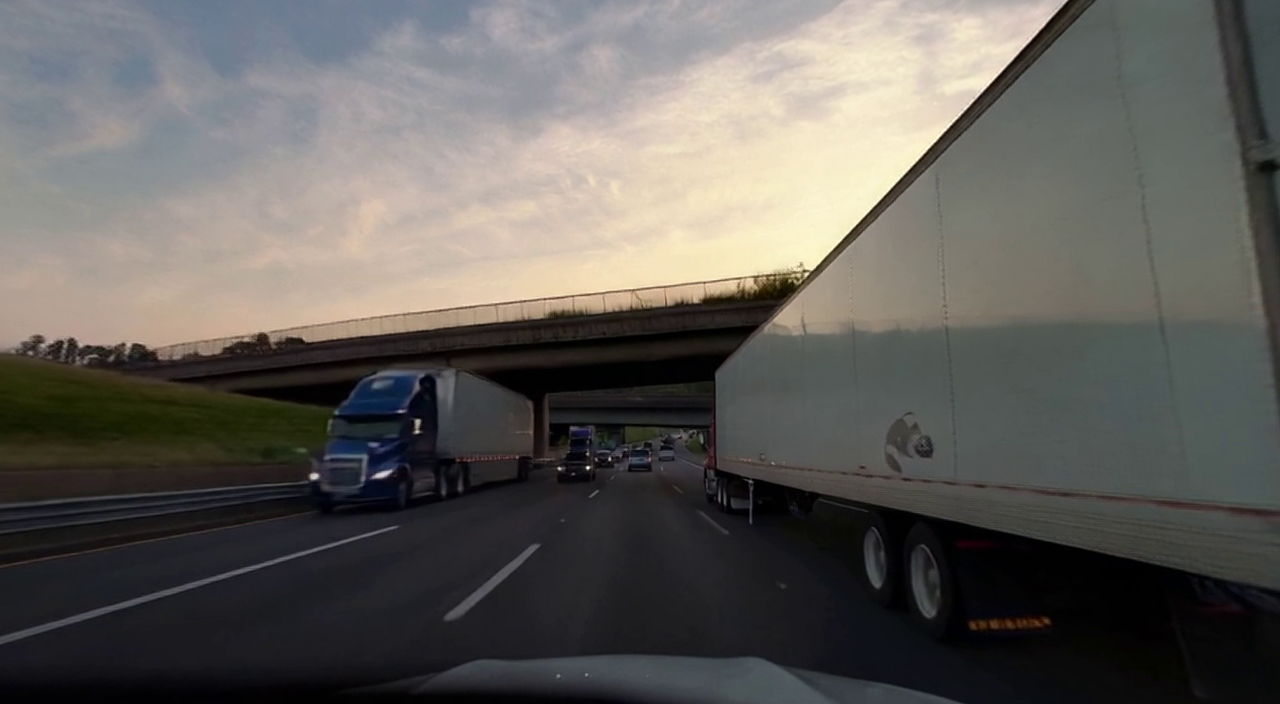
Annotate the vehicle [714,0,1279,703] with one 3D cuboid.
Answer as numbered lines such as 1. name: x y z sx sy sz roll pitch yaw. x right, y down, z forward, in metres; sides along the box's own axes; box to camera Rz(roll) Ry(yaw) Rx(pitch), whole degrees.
1. vehicle: 3.397 0.753 8.789 2.845 4.071 14.008 0 -9 -1

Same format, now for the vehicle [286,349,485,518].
1. vehicle: -6.705 2.342 17.865 3.004 3.974 5.891 0 -9 0

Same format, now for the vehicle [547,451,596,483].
1. vehicle: -3.629 6.206 34.284 2.088 1.589 4.464 0 -9 1
